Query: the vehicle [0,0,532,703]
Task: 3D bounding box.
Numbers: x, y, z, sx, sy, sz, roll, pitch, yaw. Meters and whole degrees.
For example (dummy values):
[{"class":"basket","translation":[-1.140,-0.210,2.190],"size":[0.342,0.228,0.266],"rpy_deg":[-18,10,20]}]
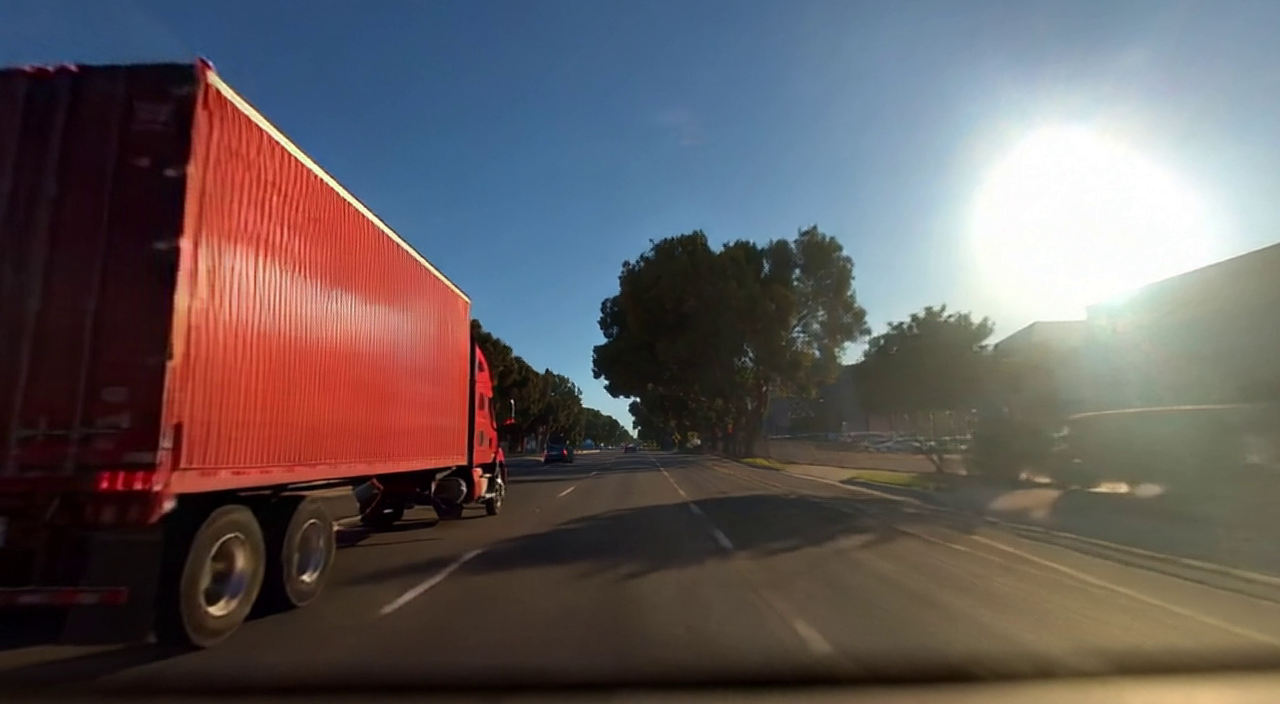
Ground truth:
[{"class":"vehicle","translation":[-3.453,0.556,6.754],"size":[2.910,3.419,8.376],"rpy_deg":[0,-8,1]}]
